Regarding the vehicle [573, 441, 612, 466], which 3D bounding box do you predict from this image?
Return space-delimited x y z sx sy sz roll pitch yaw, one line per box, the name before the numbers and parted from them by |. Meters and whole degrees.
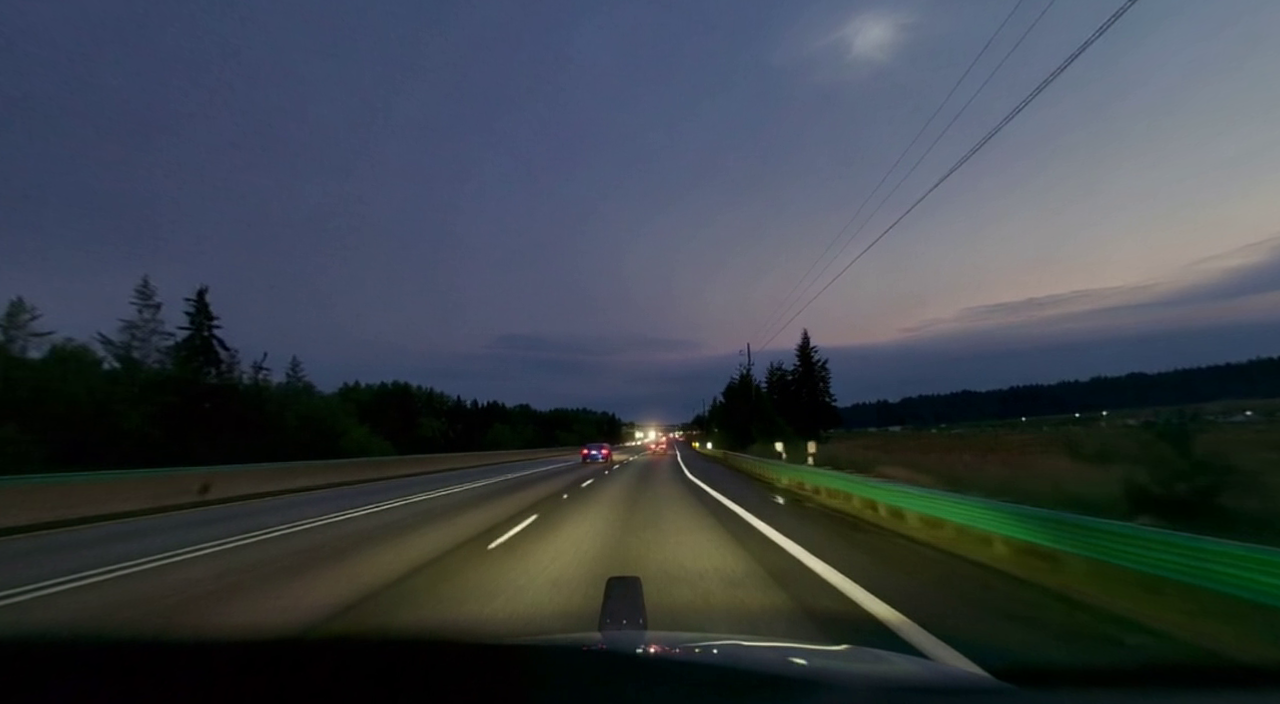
vehicle | -2.939 6.388 39.828 2.021 1.515 4.453 0 -8 2
